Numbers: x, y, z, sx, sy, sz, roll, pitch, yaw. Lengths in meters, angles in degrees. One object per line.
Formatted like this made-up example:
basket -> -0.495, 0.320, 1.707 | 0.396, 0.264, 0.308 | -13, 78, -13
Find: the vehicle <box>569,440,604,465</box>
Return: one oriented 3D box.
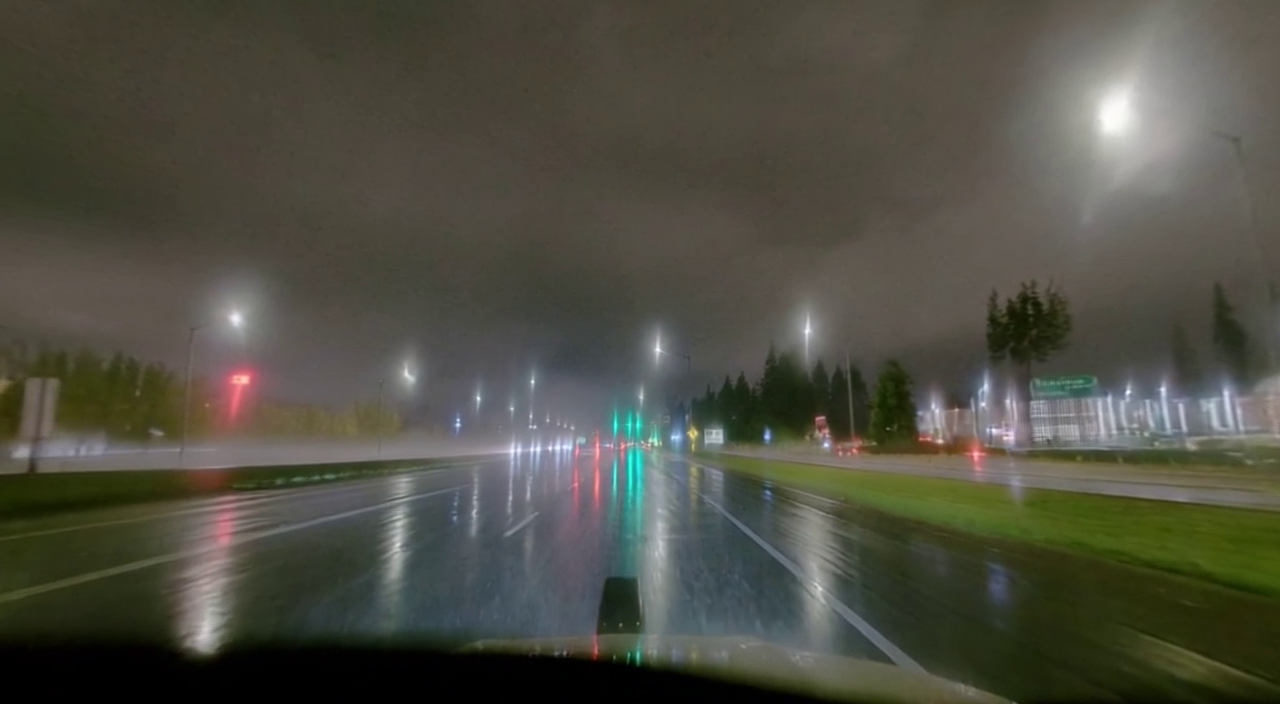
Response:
vehicle -> -3.823, 7.335, 46.248 | 2.150, 1.761, 4.697 | 0, -8, 0
